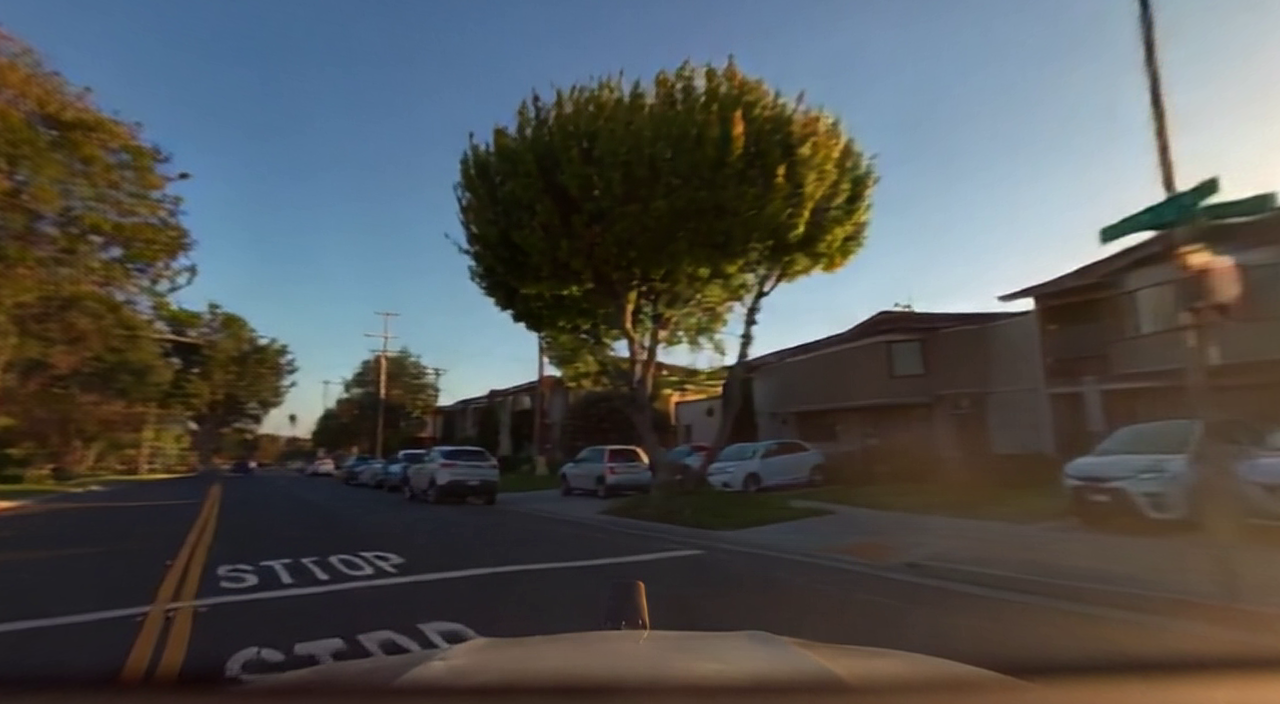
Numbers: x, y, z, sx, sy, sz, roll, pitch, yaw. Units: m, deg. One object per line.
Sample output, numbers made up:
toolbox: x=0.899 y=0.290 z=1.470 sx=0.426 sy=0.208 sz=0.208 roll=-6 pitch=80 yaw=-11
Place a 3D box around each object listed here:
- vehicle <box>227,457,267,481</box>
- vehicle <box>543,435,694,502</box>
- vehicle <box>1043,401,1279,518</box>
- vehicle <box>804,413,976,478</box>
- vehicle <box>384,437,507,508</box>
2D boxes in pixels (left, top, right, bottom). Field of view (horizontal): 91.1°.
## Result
vehicle: x=-27.946 y=8.256 z=44.559 sx=2.010 sy=1.499 sz=4.107 roll=6 pitch=-10 yaw=-35
vehicle: x=-0.967 y=3.866 z=21.782 sx=2.282 sy=1.893 sz=6.027 roll=4 pitch=-8 yaw=-35
vehicle: x=10.044 y=1.805 z=10.745 sx=1.959 sy=1.753 sz=4.778 roll=5 pitch=-10 yaw=-32
vehicle: x=14.048 y=5.418 z=36.486 sx=2.928 sy=3.230 sz=9.384 roll=5 pitch=-9 yaw=-30
vehicle: x=-6.642 y=3.871 z=20.898 sx=2.292 sy=1.974 sz=5.853 roll=5 pitch=-10 yaw=-33
